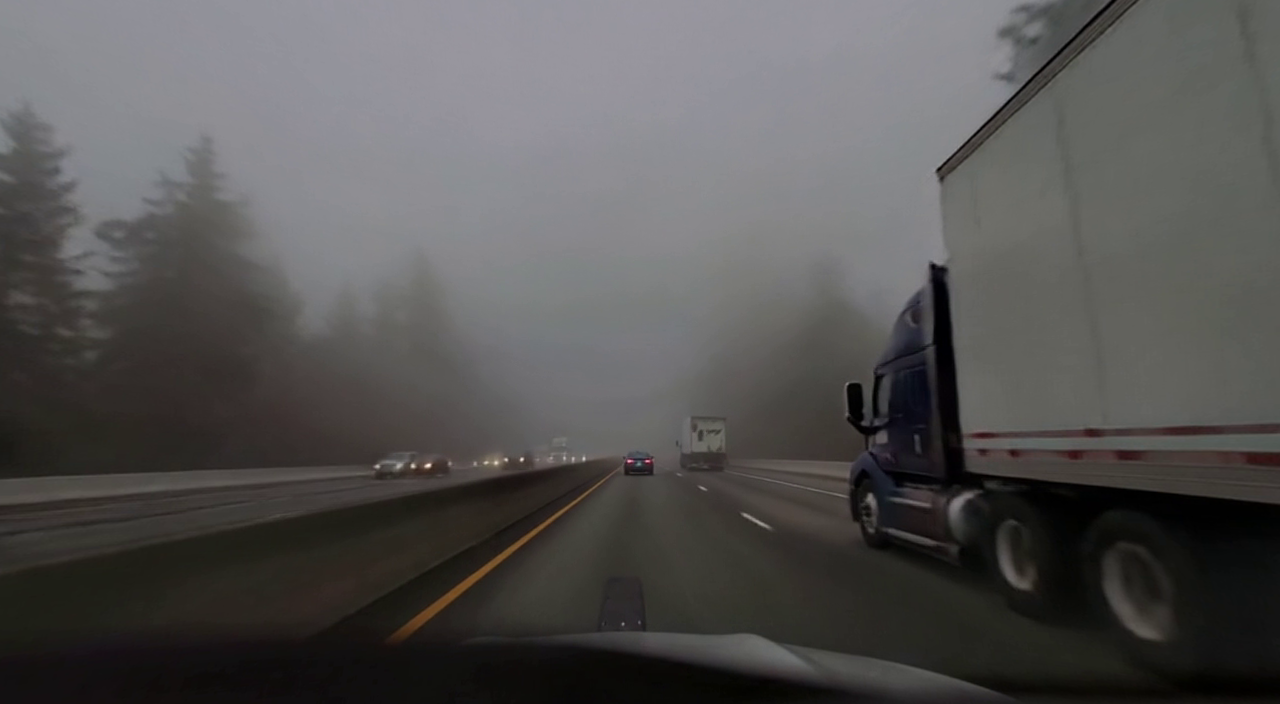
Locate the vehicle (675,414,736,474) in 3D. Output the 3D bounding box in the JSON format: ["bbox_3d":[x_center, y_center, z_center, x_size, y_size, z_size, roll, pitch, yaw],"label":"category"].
[{"bbox_3d":[4.435,6.707,45.598,2.885,3.679,12.102,0,-9,-1],"label":"vehicle"}]

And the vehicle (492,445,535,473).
[{"bbox_3d":[-8.202,6.990,41.192,2.028,1.702,3.667,0,-9,1],"label":"vehicle"}]

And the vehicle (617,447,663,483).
[{"bbox_3d":[0.021,5.018,28.287,1.939,1.495,3.612,0,-9,0],"label":"vehicle"}]

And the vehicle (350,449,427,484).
[{"bbox_3d":[-12.378,5.632,31.378,1.922,1.586,4.633,0,-9,0],"label":"vehicle"}]

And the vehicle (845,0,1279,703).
[{"bbox_3d":[4.512,0.269,5.890,3.041,3.923,6.030,0,-9,0],"label":"vehicle"}]
